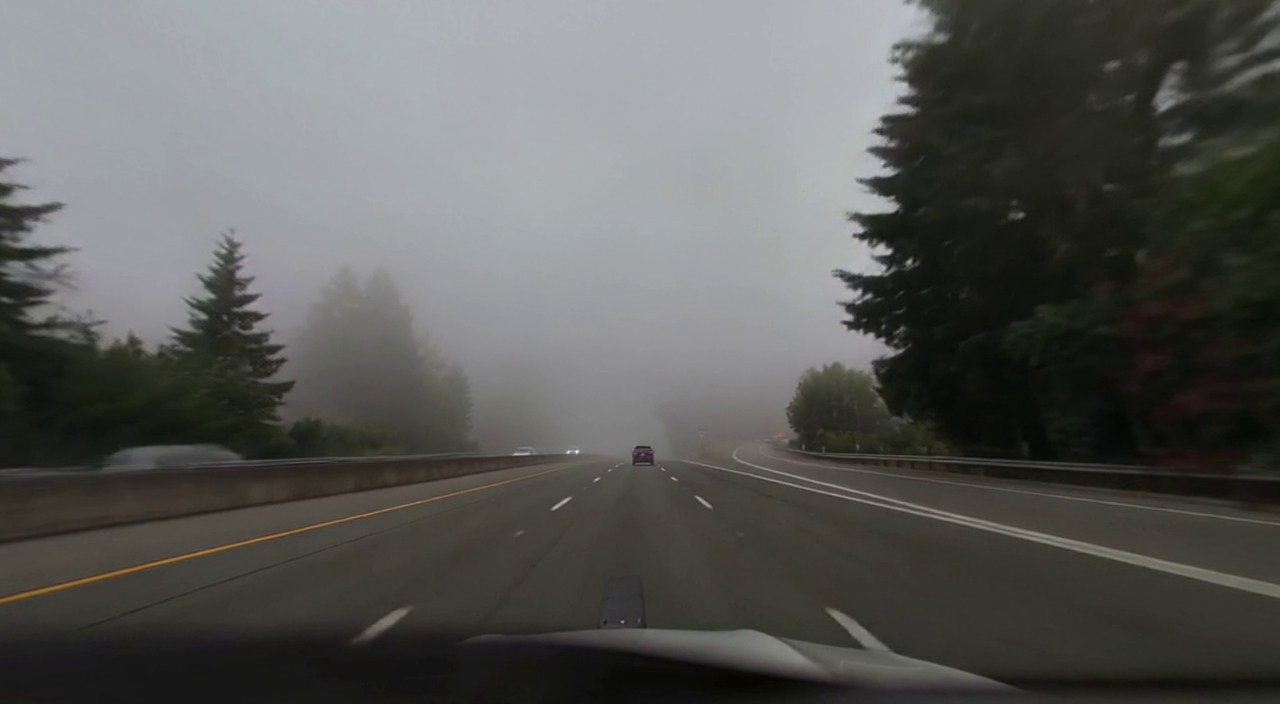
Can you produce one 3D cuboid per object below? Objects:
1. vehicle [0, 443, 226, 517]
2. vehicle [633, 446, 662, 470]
[{"bbox_3d":[-12.596,3.031,15.438,1.898,1.514,4.398,0,-9,0],"label":"vehicle"},{"bbox_3d":[0.521,7.945,47.254,2.087,1.682,4.388,0,-9,0],"label":"vehicle"}]
